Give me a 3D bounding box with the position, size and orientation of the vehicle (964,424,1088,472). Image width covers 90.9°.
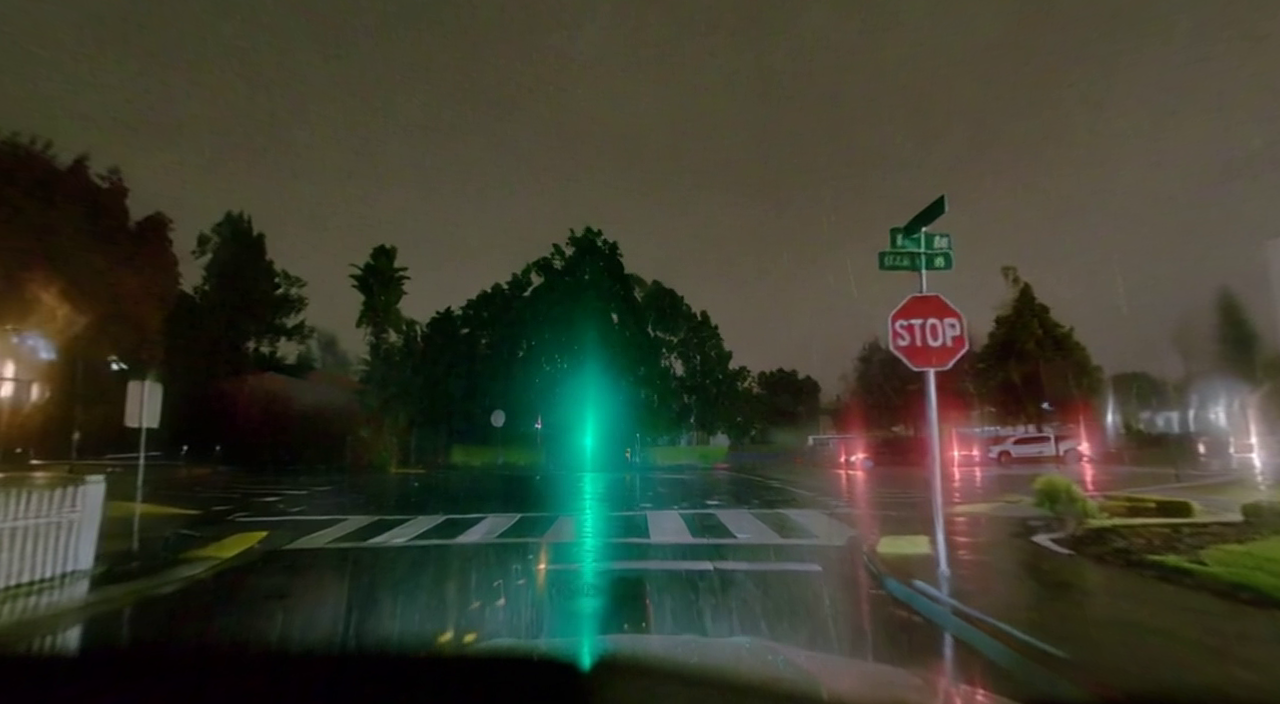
[{"bbox_3d":[18.855,4.729,31.023,2.395,2.164,4.475,5,-10,-28],"label":"vehicle"}]
